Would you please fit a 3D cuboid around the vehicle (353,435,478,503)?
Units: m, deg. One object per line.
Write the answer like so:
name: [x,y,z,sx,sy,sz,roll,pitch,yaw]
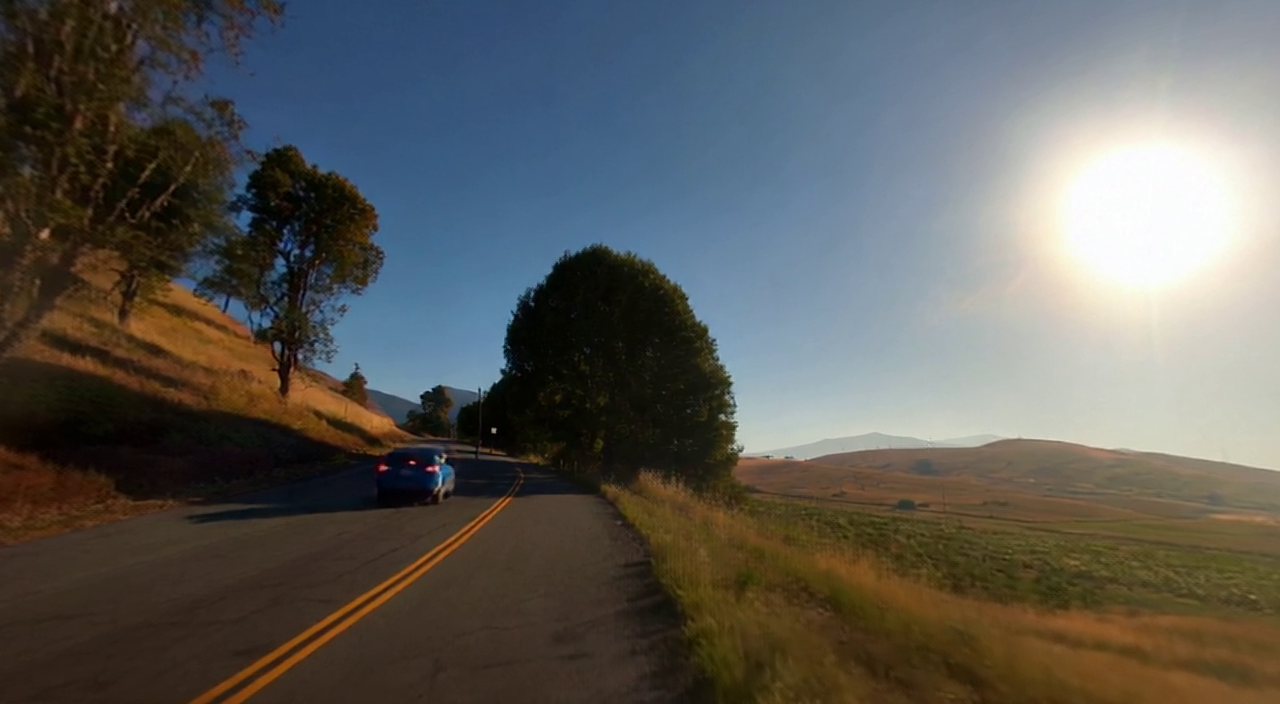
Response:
vehicle: [-5.526,2.905,16.186,2.042,1.483,4.288,1,-8,-6]
